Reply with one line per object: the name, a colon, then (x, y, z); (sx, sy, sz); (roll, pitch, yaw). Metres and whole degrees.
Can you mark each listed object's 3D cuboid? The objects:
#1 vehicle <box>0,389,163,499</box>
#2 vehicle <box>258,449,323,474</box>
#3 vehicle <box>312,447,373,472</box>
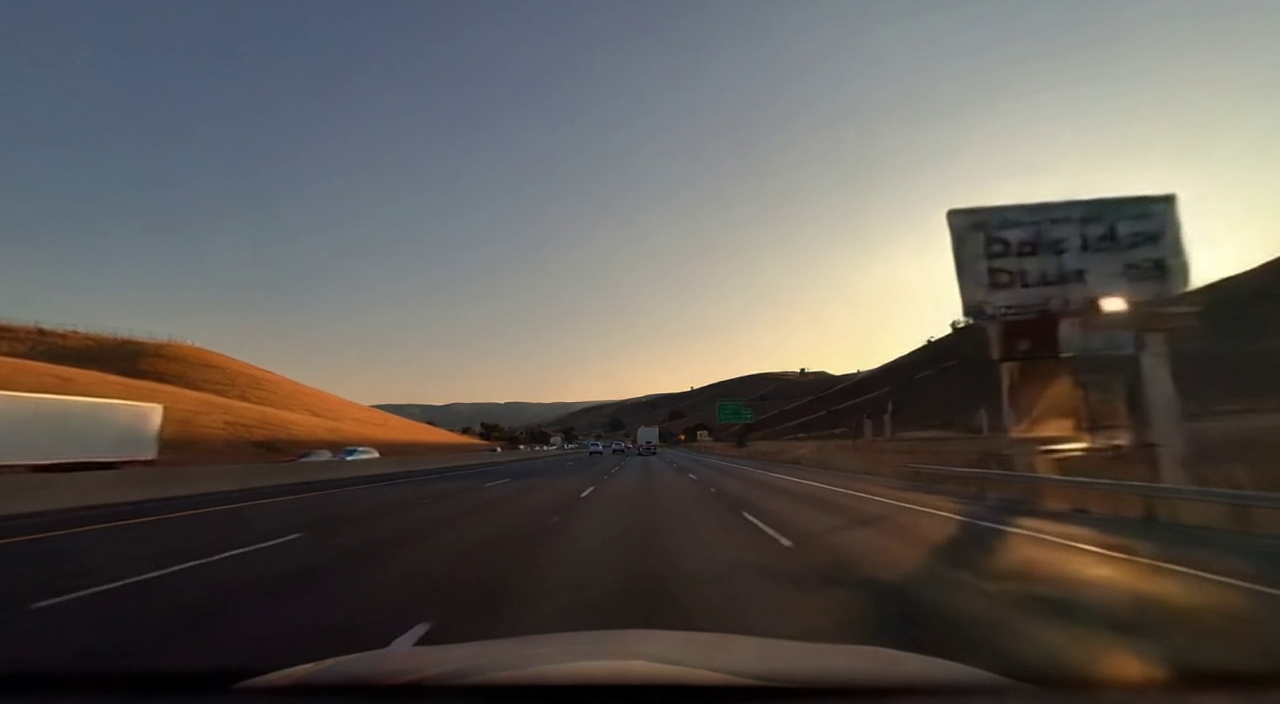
vehicle: (-25.022, 3.566, 24.397); (2.830, 4.041, 13.042); (0, -8, 0)
vehicle: (-23.912, 7.484, 43.357); (1.885, 1.615, 4.448); (0, -8, 1)
vehicle: (-20.439, 7.402, 43.522); (2.077, 1.589, 4.203); (0, -8, 1)
